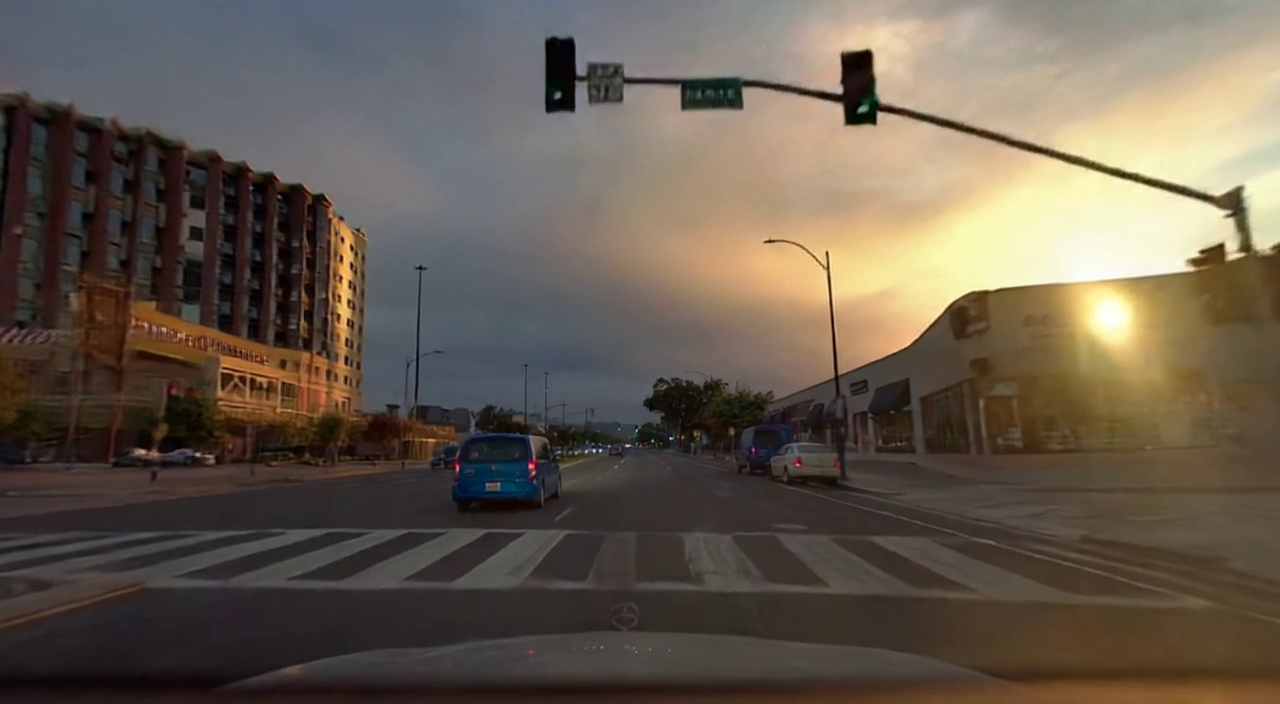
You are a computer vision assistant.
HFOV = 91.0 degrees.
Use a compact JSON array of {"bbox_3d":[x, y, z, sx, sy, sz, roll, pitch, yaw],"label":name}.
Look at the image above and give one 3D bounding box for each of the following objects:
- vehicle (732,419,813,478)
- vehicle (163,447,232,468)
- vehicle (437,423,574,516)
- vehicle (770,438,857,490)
[{"bbox_3d":[6.261,4.708,30.789,2.642,2.582,6.157,0,-9,0],"label":"vehicle"},{"bbox_3d":[-33.533,7.983,47.895,1.794,1.478,4.992,0,-8,-2],"label":"vehicle"},{"bbox_3d":[-2.725,2.491,13.761,2.080,1.722,3.766,0,-9,1],"label":"vehicle"},{"bbox_3d":[6.437,4.192,23.948,1.942,1.753,4.912,0,-8,0],"label":"vehicle"}]
